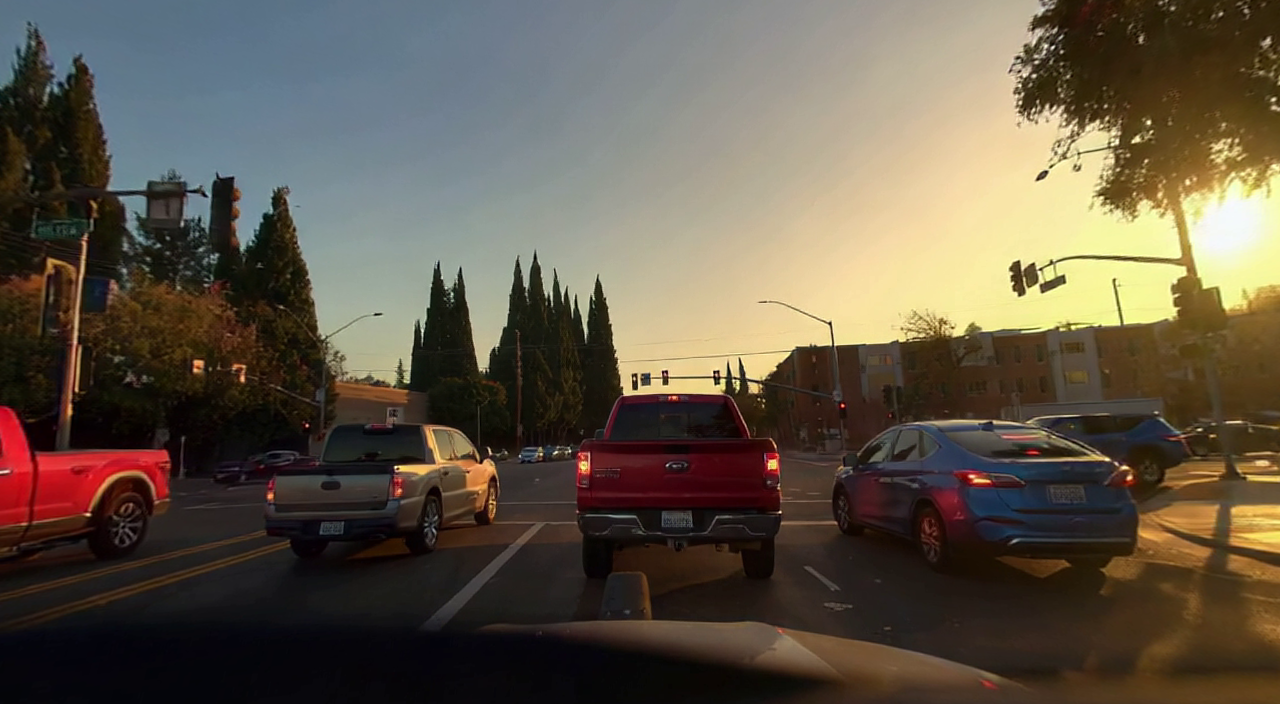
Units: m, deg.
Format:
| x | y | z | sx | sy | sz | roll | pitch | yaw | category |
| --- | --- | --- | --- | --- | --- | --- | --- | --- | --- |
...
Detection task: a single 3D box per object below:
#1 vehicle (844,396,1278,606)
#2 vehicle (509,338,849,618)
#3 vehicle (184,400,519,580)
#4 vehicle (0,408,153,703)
| x | y | z | sx | sy | sz | roll | pitch | yaw | category |
| --- | --- | --- | --- | --- | --- | --- | --- | --- | --- |
| 4.050 | 1.500 | 7.190 | 1.984 | 1.659 | 4.226 | 0 | -8 | 0 | vehicle |
| 0.326 | 1.274 | 7.156 | 2.505 | 2.084 | 4.768 | 0 | -8 | 1 | vehicle |
| -3.291 | 1.691 | 8.580 | 2.125 | 1.739 | 4.707 | 0 | -8 | 3 | vehicle |
| -3.387 | 0.708 | 0.655 | 1.998 | 1.481 | 4.656 | 0 | -8 | 1 | vehicle |
